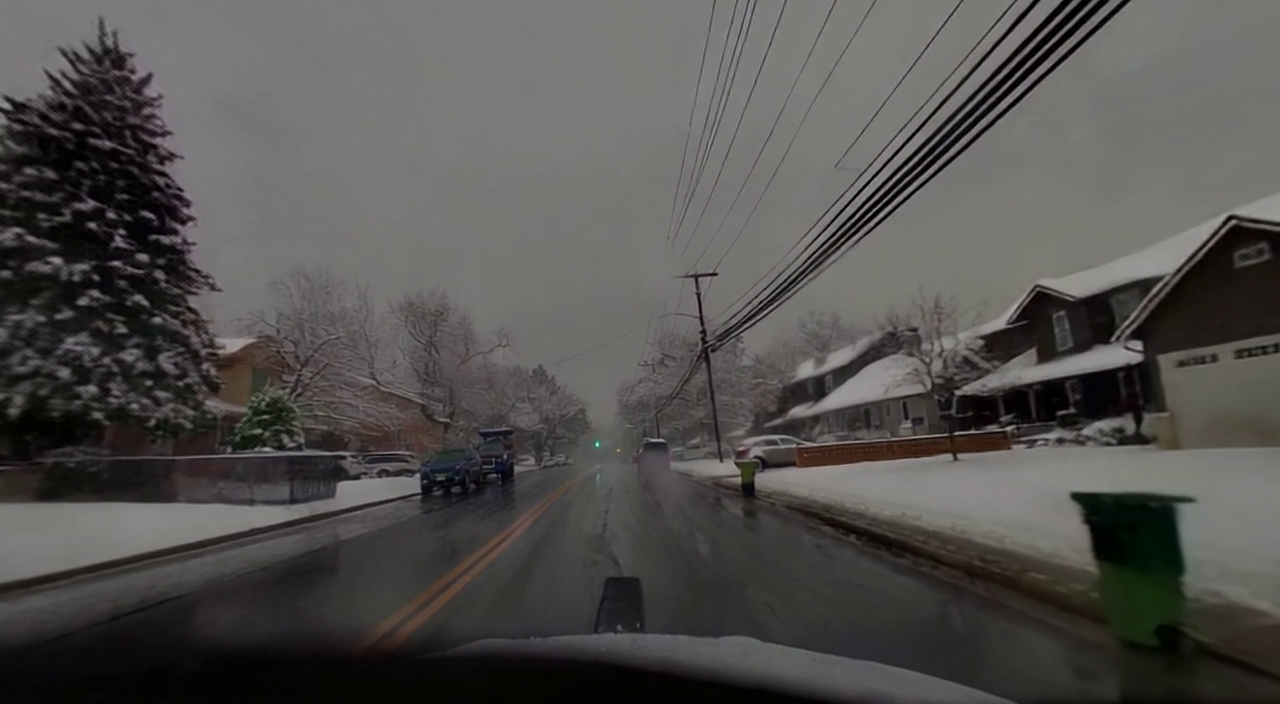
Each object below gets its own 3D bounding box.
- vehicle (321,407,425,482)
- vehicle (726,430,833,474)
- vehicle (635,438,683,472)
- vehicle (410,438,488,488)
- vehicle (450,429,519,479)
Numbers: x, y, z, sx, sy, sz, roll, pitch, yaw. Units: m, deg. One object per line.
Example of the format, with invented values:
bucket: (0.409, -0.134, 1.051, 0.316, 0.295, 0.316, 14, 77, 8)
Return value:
vehicle: (-12.998, 4.631, 31.591, 2.781, 3.221, 7.995, 1, -8, -9)
vehicle: (6.647, 4.831, 30.447, 4.489, 1.812, 2.056, 0, -13, -7)
vehicle: (1.115, 6.421, 39.720, 2.203, 1.952, 5.111, 1, -8, -7)
vehicle: (-7.767, 4.666, 26.182, 2.046, 1.777, 4.473, -2, -12, -3)
vehicle: (-8.010, 5.467, 33.221, 2.269, 2.229, 6.042, -2, -12, -1)
